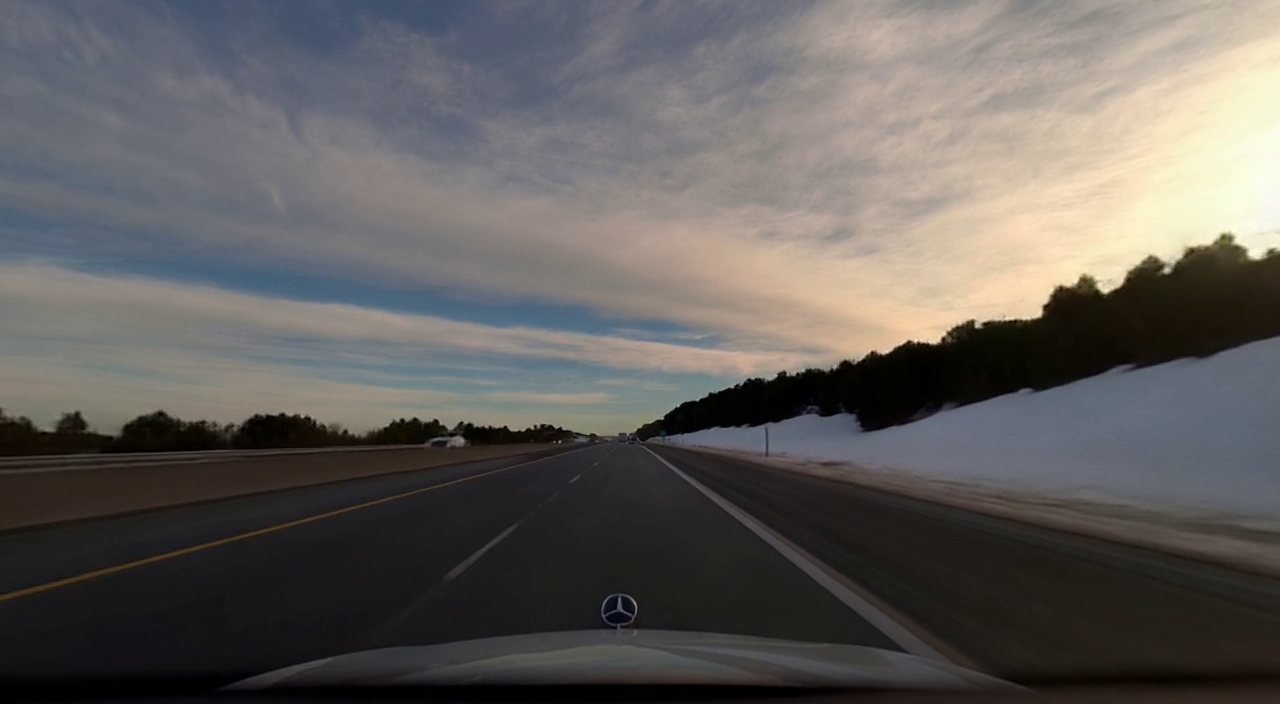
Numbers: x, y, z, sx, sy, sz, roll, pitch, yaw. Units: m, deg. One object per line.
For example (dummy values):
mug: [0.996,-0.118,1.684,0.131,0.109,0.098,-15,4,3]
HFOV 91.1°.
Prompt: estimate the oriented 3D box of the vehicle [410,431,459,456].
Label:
vehicle: [-14.338,6.369,44.043,1.954,1.659,4.349,0,-8,0]
